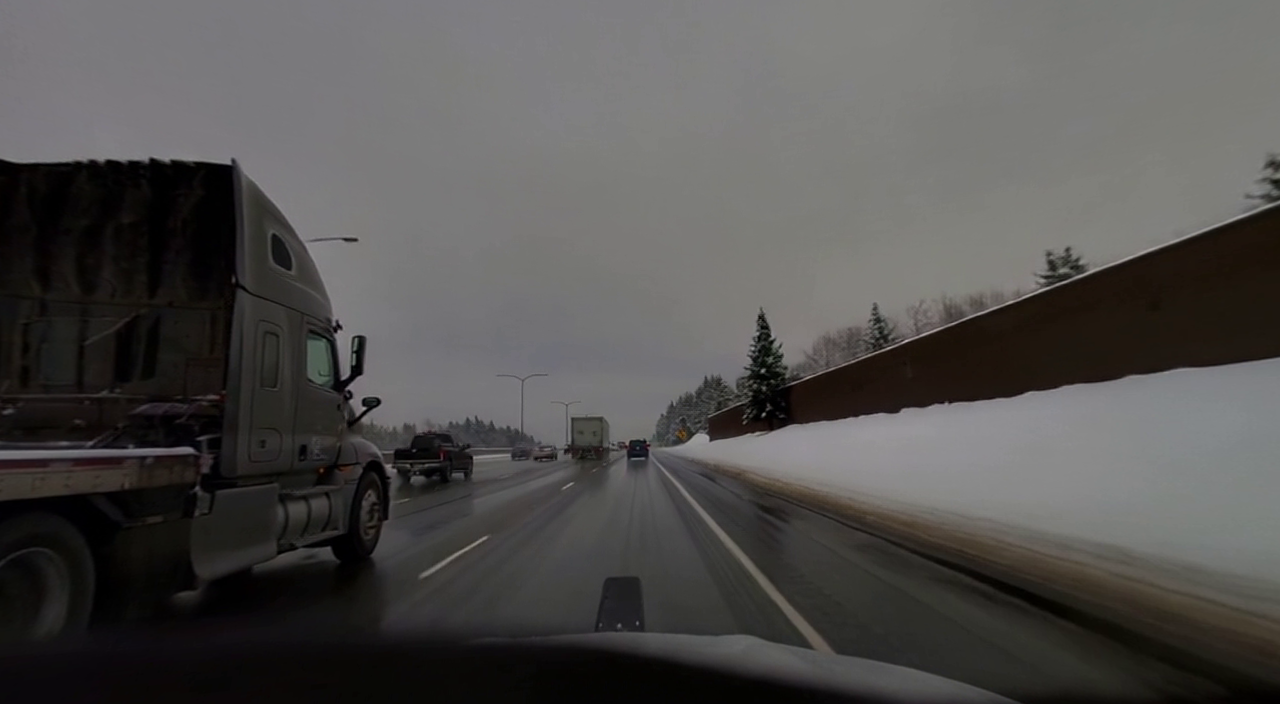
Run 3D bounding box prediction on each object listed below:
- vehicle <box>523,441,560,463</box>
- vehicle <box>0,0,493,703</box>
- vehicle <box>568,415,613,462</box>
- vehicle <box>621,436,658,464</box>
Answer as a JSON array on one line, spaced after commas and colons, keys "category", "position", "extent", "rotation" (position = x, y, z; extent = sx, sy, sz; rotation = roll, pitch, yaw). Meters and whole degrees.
[{"category": "vehicle", "position": [-7.248, 7.397, 46.706], "extent": [1.962, 1.489, 4.002], "rotation": [0, -8, 1]}, {"category": "vehicle", "position": [-3.807, 0.465, 4.778], "extent": [3.025, 3.266, 9.256], "rotation": [0, -8, 1]}, {"category": "vehicle", "position": [-3.697, 6.826, 49.348], "extent": [2.956, 3.331, 9.575], "rotation": [0, -8, -1]}, {"category": "vehicle", "position": [-0.031, 6.177, 39.688], "extent": [2.178, 1.640, 4.071], "rotation": [0, -8, 0]}]
